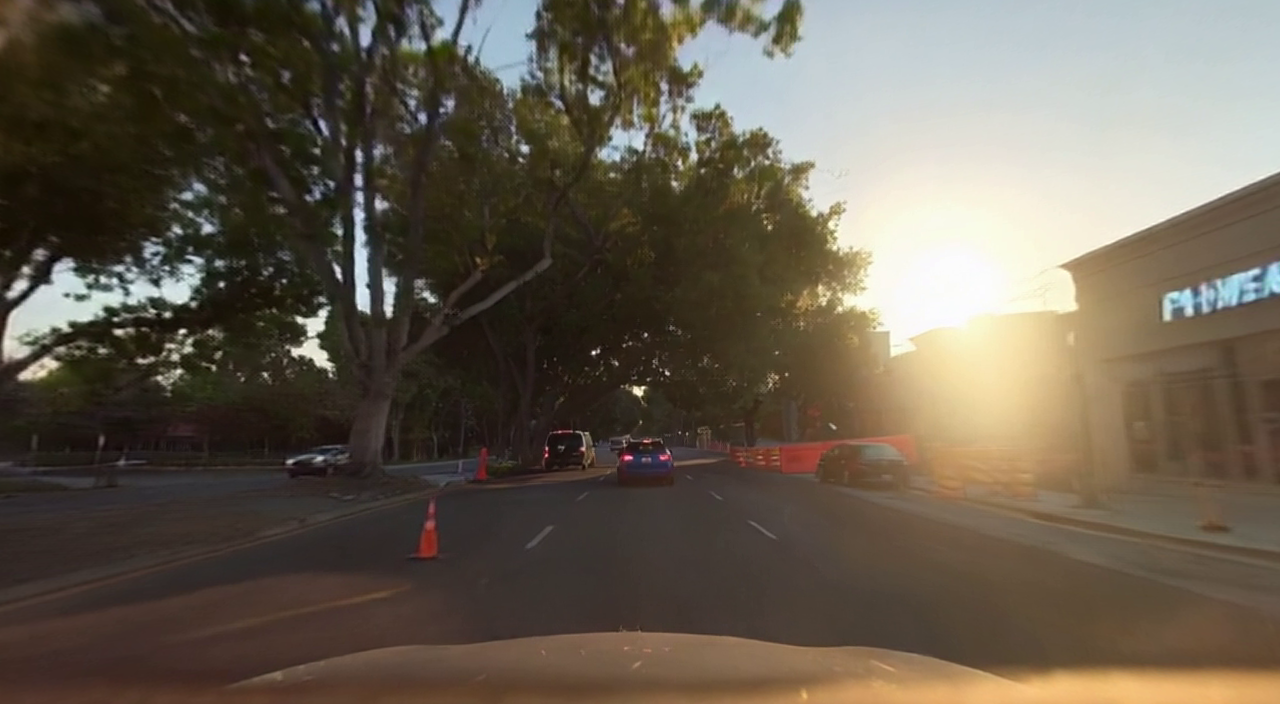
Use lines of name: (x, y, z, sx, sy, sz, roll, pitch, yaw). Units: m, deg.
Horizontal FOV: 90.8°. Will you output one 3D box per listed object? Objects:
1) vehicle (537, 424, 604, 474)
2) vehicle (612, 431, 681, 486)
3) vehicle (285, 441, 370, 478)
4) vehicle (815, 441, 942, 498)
vehicle: (-3.031, 4.433, 28.940, 2.357, 2.063, 5.488, 0, -8, 1)
vehicle: (0.205, 3.684, 22.214, 2.168, 1.725, 4.192, 0, -8, 0)
vehicle: (-15.513, 5.325, 31.639, 1.898, 1.702, 4.456, 0, -8, 1)
vehicle: (7.043, 3.506, 19.276, 2.076, 1.535, 4.460, 0, -9, -1)
